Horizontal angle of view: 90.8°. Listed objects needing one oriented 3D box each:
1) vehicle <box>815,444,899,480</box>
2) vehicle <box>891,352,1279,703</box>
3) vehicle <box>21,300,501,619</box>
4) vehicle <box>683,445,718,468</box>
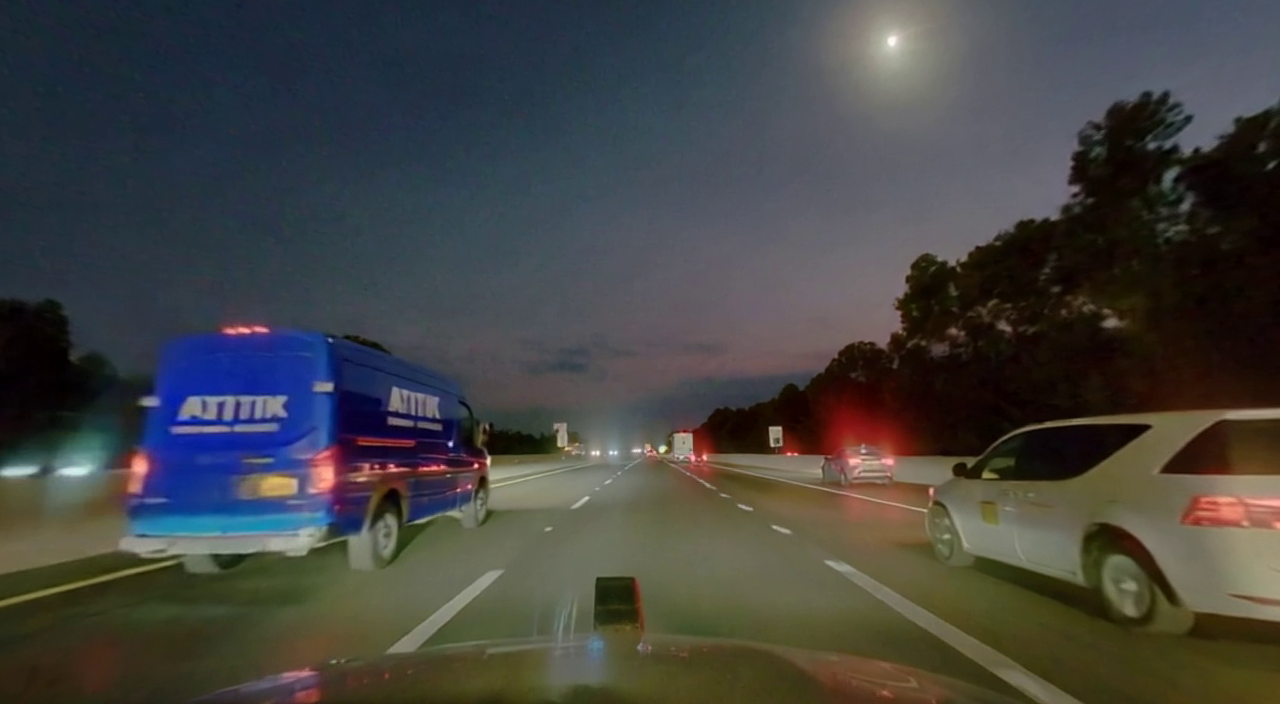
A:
[{"bbox_3d":[9.823,5.030,28.979,1.838,1.490,4.460,1,-9,-6],"label":"vehicle"},{"bbox_3d":[4.001,1.160,4.906,2.025,1.706,4.797,0,-9,-1],"label":"vehicle"},{"bbox_3d":[-3.882,1.390,8.746,2.380,2.648,6.879,0,-9,-1],"label":"vehicle"},{"bbox_3d":[4.428,7.737,46.777,2.066,1.638,4.158,0,-9,-1],"label":"vehicle"}]
